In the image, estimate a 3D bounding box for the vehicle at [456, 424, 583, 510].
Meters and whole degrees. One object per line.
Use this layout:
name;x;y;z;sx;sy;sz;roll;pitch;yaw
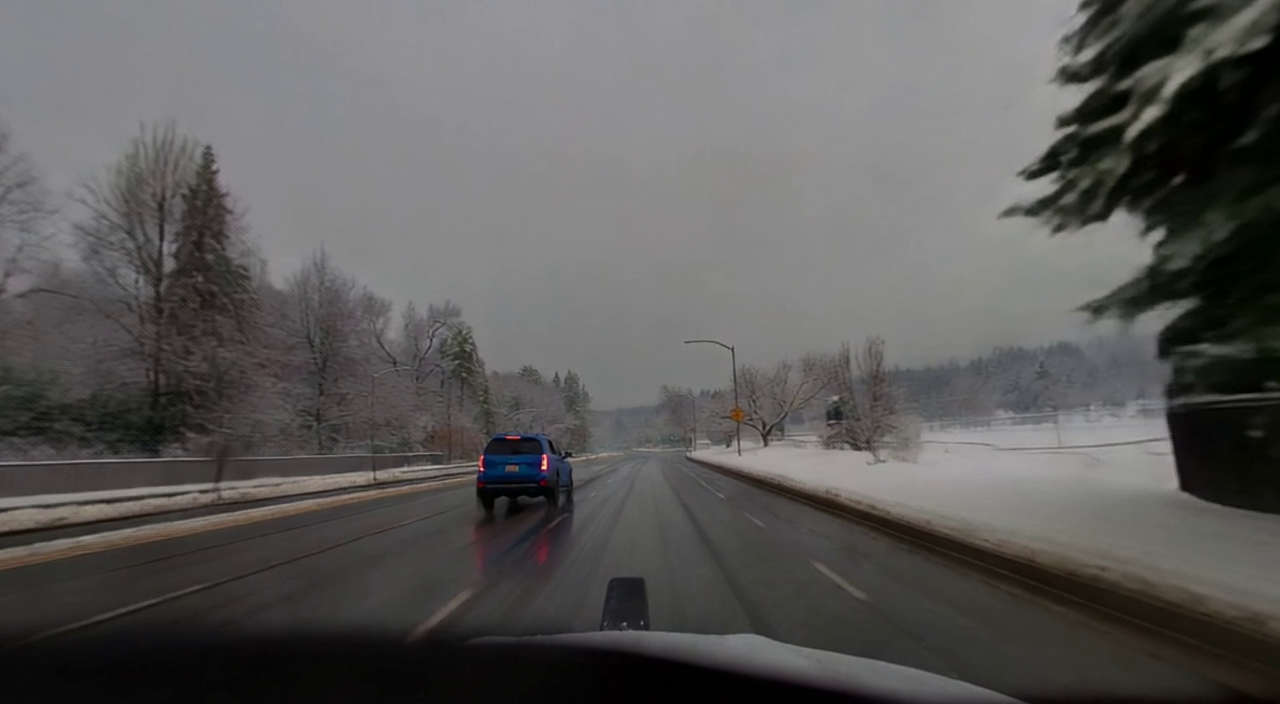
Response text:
vehicle;-2.838;2.838;16.067;2.160;1.855;4.695;-1;-8;2
